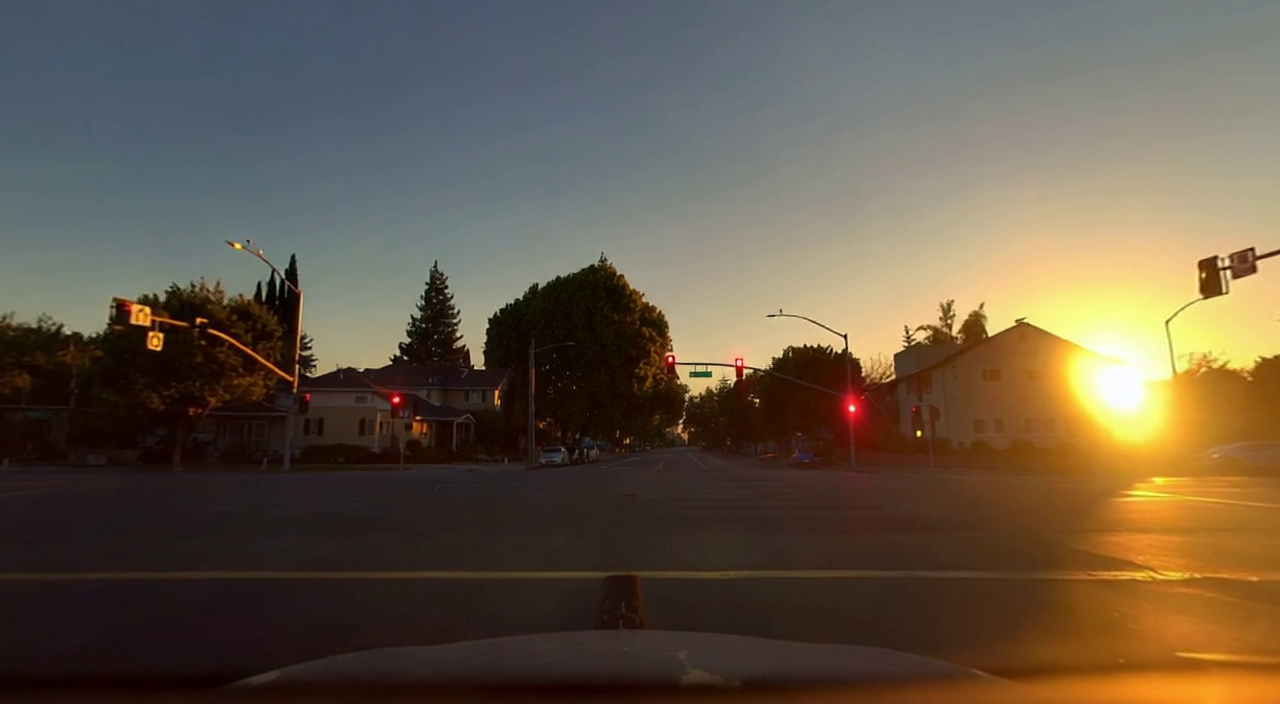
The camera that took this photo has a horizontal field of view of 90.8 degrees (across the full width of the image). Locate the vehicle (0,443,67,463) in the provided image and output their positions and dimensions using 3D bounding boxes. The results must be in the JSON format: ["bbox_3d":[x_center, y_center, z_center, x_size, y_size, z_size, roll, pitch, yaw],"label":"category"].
[{"bbox_3d":[-44.289,7.286,45.714,3.949,1.422,1.744,0,-9,2],"label":"vehicle"}]

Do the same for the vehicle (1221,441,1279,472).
[{"bbox_3d":[37.583,6.143,37.268,1.915,1.773,4.499,1,-9,-9],"label":"vehicle"}]

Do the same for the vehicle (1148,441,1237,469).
[{"bbox_3d":[36.778,6.854,42.245,1.853,1.723,4.460,0,-9,0],"label":"vehicle"}]
